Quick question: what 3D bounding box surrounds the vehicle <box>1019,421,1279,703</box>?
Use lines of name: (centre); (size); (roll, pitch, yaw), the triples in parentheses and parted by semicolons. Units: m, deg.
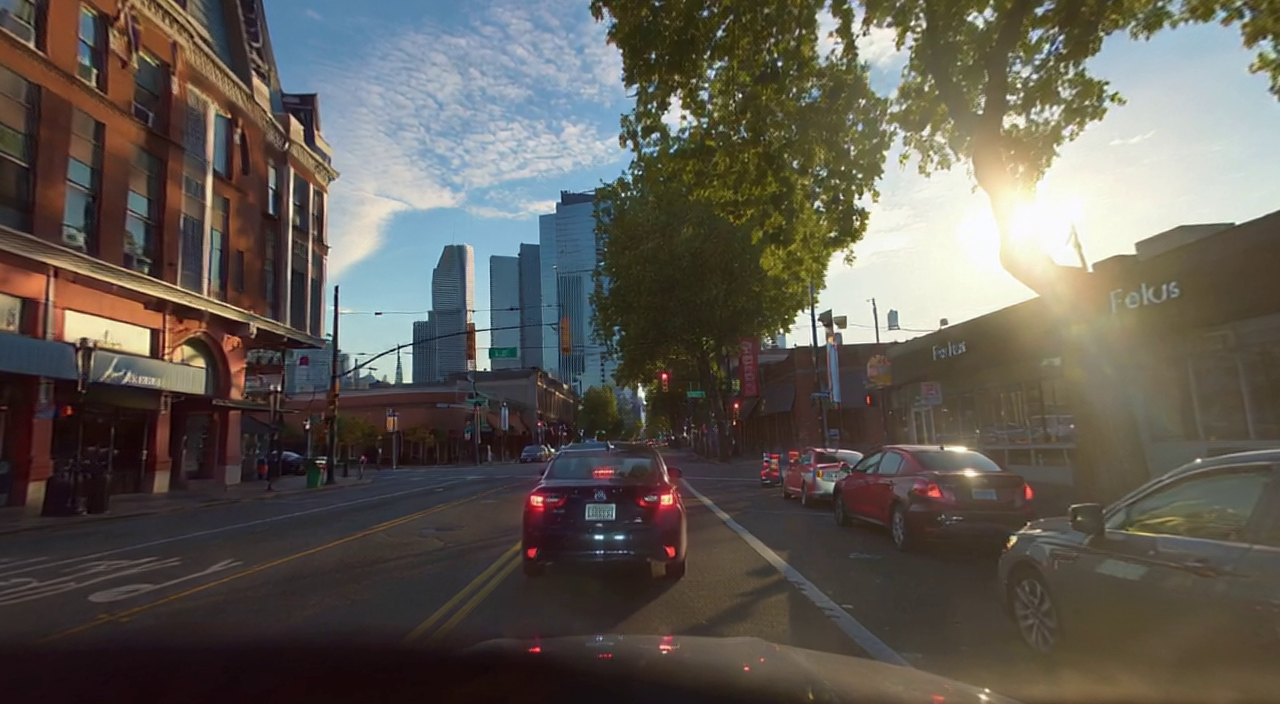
vehicle: (3.178, 0.827, 1.107); (2.006, 1.496, 4.767); (0, -9, -1)

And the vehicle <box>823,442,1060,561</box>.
vehicle: (4.576, 2.279, 10.522); (1.912, 1.505, 4.618); (-1, -8, 3)

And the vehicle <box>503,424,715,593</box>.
vehicle: (-0.310, 1.678, 7.565); (1.888, 1.489, 3.703); (0, -8, -1)
